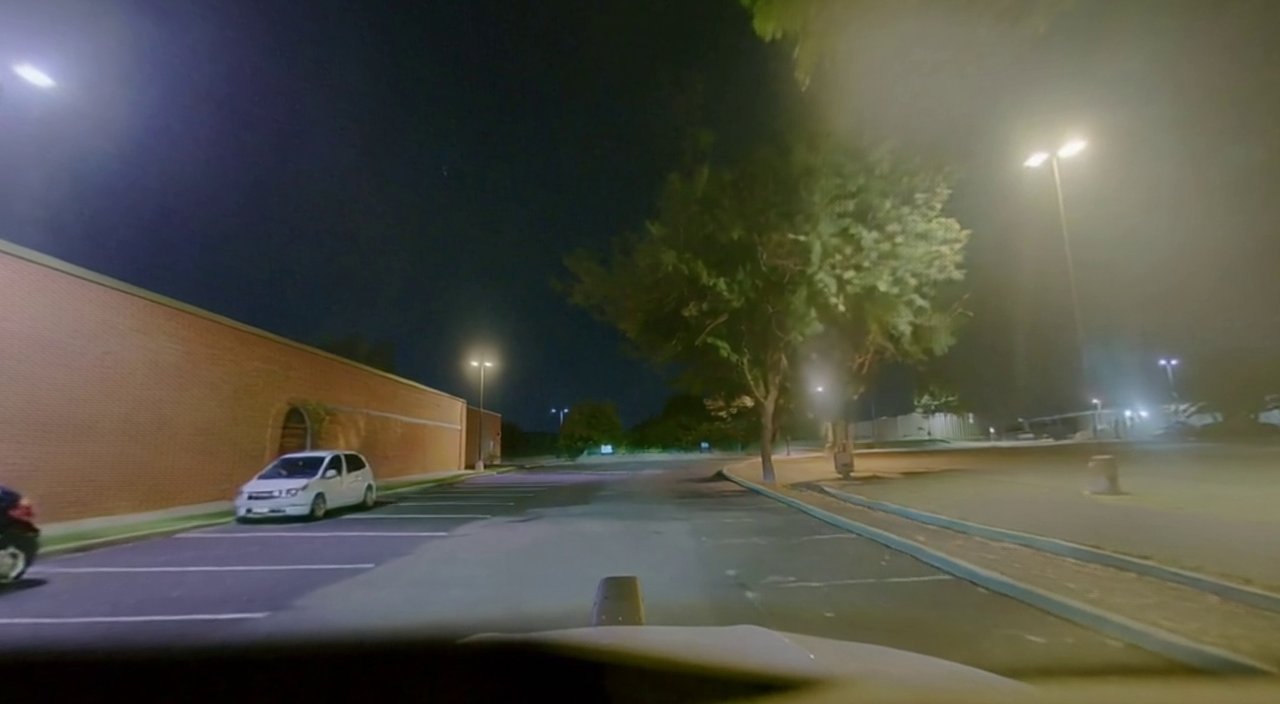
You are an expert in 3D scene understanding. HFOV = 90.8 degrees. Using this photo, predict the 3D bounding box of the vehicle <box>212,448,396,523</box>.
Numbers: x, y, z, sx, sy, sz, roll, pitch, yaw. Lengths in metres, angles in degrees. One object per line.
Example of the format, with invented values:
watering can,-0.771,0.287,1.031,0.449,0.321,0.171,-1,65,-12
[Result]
vehicle,-8.970,3.552,17.537,2.360,1.741,4.912,0,-9,0

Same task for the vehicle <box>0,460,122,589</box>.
vehicle,-8.840,2.052,7.206,2.038,1.525,4.383,0,-9,2
